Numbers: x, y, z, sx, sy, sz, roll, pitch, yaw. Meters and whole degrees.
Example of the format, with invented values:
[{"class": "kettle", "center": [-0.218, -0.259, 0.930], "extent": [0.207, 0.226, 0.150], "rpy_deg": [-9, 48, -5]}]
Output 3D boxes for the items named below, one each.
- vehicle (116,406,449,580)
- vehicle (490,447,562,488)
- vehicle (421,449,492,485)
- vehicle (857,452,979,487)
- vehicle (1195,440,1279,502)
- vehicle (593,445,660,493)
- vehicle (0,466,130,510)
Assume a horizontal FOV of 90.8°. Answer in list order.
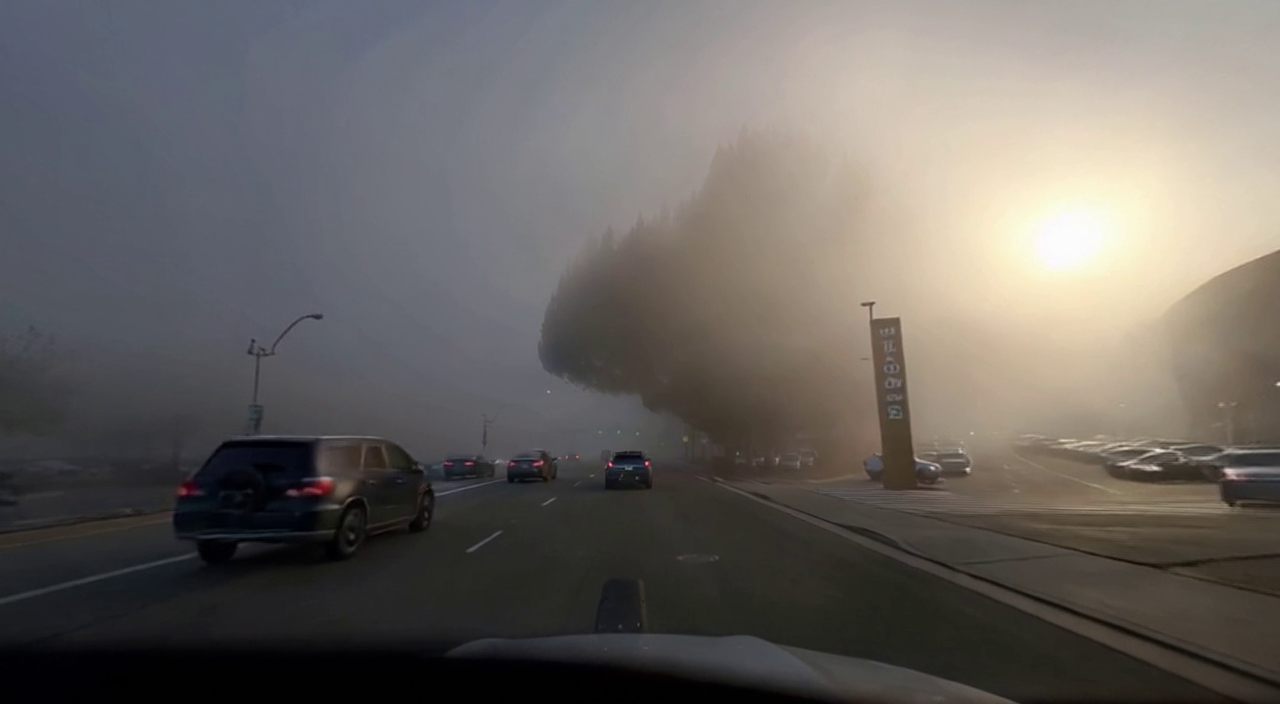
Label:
[{"class": "vehicle", "center": [-4.432, 1.820, 8.908], "extent": [2.096, 1.807, 4.413], "rpy_deg": [0, -9, 0]}, {"class": "vehicle", "center": [-4.483, 4.599, 25.588], "extent": [1.973, 1.456, 4.850], "rpy_deg": [0, -9, 0]}, {"class": "vehicle", "center": [-8.170, 5.156, 28.564], "extent": [2.009, 1.470, 4.179], "rpy_deg": [0, -9, -1]}, {"class": "vehicle", "center": [13.420, 5.683, 30.790], "extent": [4.877, 1.603, 2.197], "rpy_deg": [0, -9, 3]}, {"class": "vehicle", "center": [17.242, 3.262, 17.614], "extent": [4.619, 1.523, 1.873], "rpy_deg": [8, -11, -40]}, {"class": "vehicle", "center": [-0.458, 3.932, 21.535], "extent": [2.061, 1.469, 3.954], "rpy_deg": [0, -9, -2]}, {"class": "vehicle", "center": [-23.884, 5.513, 25.944], "extent": [1.960, 1.478, 4.732], "rpy_deg": [0, -9, -1]}]
